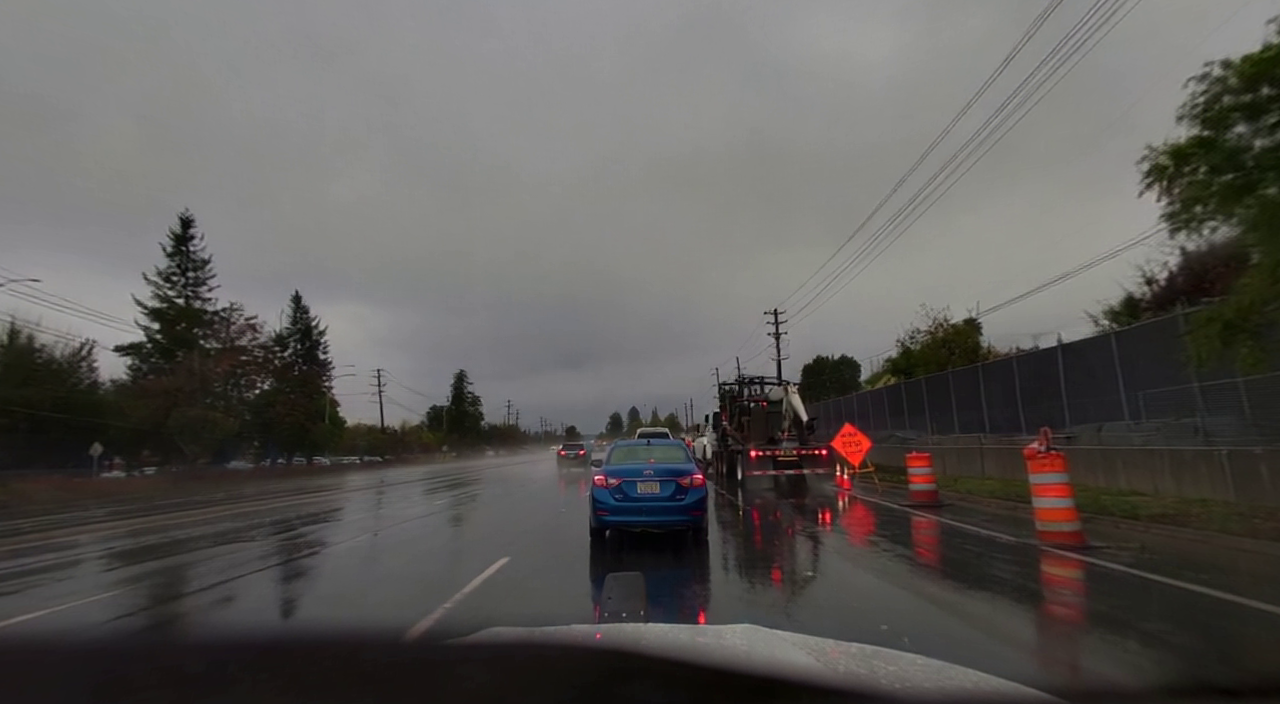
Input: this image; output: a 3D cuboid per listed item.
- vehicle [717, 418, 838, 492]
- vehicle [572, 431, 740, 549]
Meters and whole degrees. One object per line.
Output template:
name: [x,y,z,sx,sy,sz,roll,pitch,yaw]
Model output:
vehicle: [4.154,3.288,20.445,2.555,2.017,6.201,0,-8,1]
vehicle: [0.211,2.071,10.192,2.128,1.473,4.272,0,-8,0]
